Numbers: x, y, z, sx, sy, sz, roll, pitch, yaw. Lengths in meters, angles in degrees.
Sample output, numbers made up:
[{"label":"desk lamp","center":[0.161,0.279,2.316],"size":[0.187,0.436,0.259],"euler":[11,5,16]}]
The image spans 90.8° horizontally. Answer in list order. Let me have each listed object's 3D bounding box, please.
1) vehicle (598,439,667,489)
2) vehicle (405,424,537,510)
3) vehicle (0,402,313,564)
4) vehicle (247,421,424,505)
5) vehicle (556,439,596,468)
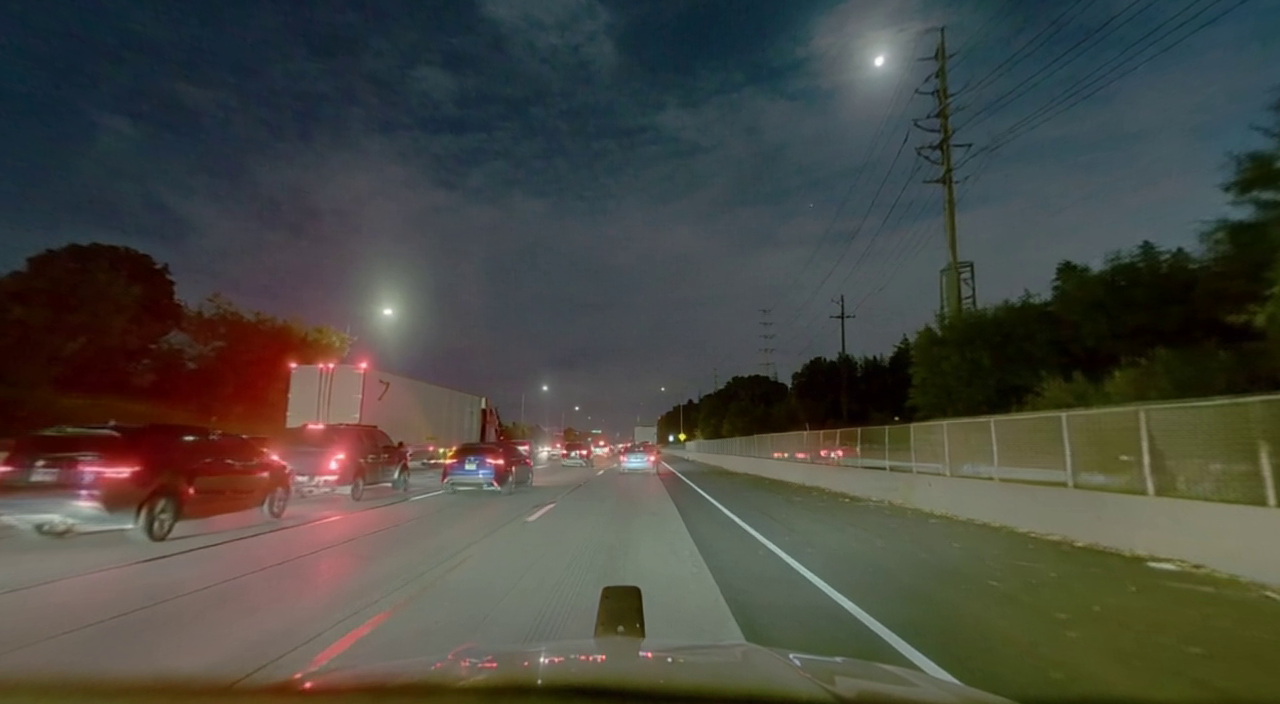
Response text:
[{"label":"vehicle","center":[-0.251,3.698,21.128],"size":[2.089,1.477,3.818],"euler":[0,-9,-1]},{"label":"vehicle","center":[-3.783,2.659,14.987],"size":[1.923,1.716,4.289],"euler":[0,-9,0]},{"label":"vehicle","center":[-6.951,1.771,9.188],"size":[2.027,1.762,4.386],"euler":[0,-9,0]},{"label":"vehicle","center":[-7.571,2.823,16.483],"size":[2.054,1.825,5.072],"euler":[0,-9,0]},{"label":"vehicle","center":[-3.956,6.373,39.773],"size":[1.976,1.705,4.176],"euler":[0,-9,1]}]
